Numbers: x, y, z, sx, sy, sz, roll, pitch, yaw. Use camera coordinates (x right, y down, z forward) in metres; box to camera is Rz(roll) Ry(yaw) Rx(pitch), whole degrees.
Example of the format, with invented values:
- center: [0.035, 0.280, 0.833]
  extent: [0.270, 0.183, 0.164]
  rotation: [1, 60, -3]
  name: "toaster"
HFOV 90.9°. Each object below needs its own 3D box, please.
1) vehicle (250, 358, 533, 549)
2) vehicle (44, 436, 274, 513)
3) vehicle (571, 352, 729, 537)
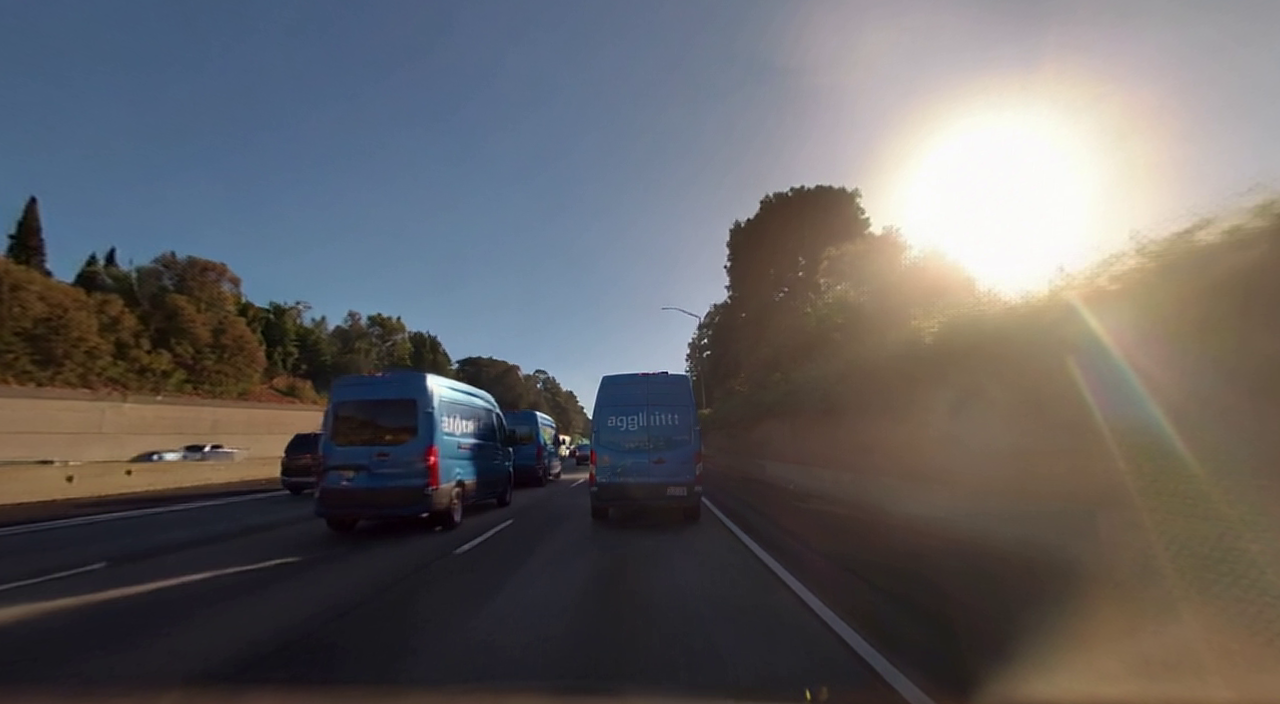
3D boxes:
- center: [-3.635, 1.691, 10.871]
  extent: [2.729, 2.439, 5.418]
  rotation: [0, -8, -1]
  name: "vehicle"
- center: [-11.038, 2.814, 15.000]
  extent: [1.839, 1.524, 4.449]
  rotation: [0, -8, 2]
  name: "vehicle"
- center: [0.155, 1.824, 12.576]
  extent: [2.316, 2.738, 6.398]
  rotation: [0, -9, 0]
  name: "vehicle"
